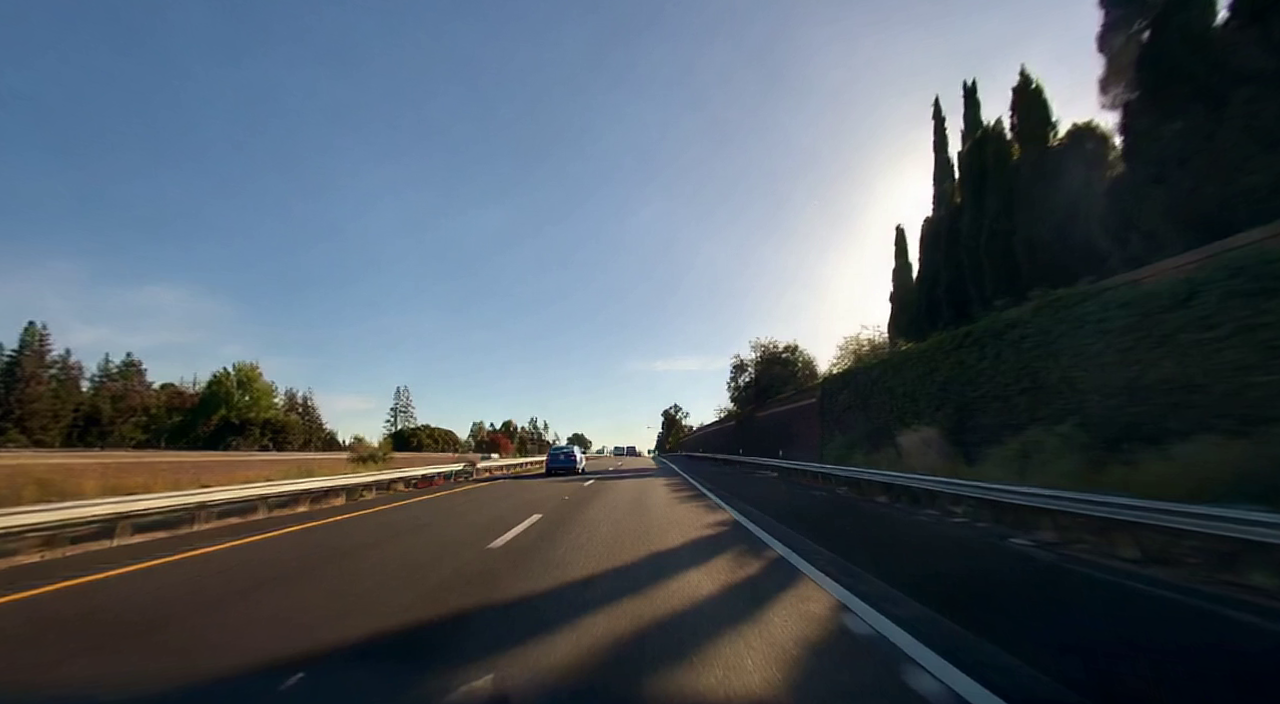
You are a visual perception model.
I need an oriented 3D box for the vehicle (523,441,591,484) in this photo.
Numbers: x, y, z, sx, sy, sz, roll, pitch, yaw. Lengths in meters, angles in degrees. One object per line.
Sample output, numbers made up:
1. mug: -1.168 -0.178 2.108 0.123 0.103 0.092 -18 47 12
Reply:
1. vehicle: -3.151 4.267 24.749 2.050 1.530 4.144 0 -8 1
